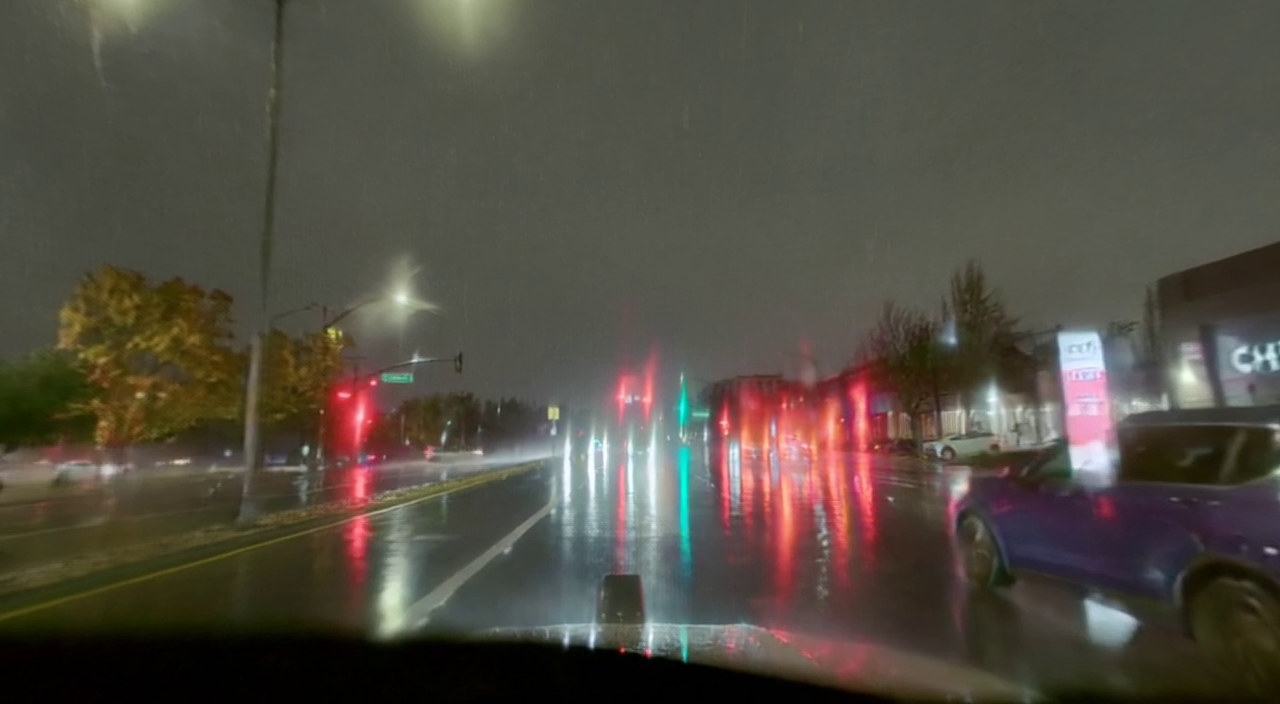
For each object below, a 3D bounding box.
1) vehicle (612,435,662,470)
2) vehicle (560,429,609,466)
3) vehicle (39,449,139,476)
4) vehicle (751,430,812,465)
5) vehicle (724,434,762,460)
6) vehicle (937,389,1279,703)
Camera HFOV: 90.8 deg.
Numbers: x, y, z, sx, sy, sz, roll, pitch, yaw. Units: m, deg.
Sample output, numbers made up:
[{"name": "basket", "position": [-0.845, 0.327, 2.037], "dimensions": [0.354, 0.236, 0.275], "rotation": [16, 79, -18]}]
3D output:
[{"name": "vehicle", "position": [-0.119, 4.535, 28.689], "dimensions": [2.097, 1.480, 4.006], "rotation": [0, -8, 0]}, {"name": "vehicle", "position": [-2.836, 5.053, 33.435], "dimensions": [2.064, 1.825, 4.760], "rotation": [0, -8, 1]}, {"name": "vehicle", "position": [-36.221, 7.247, 41.679], "dimensions": [4.561, 1.588, 1.832], "rotation": [5, -10, -29]}, {"name": "vehicle", "position": [7.336, 5.017, 33.264], "dimensions": [2.068, 1.731, 4.752], "rotation": [0, -8, -1]}, {"name": "vehicle", "position": [7.151, 6.607, 44.117], "dimensions": [1.894, 1.693, 4.110], "rotation": [0, -8, -1]}, {"name": "vehicle", "position": [3.731, 1.030, 3.616], "dimensions": [1.861, 1.473, 4.393], "rotation": [0, -8, -1]}]
